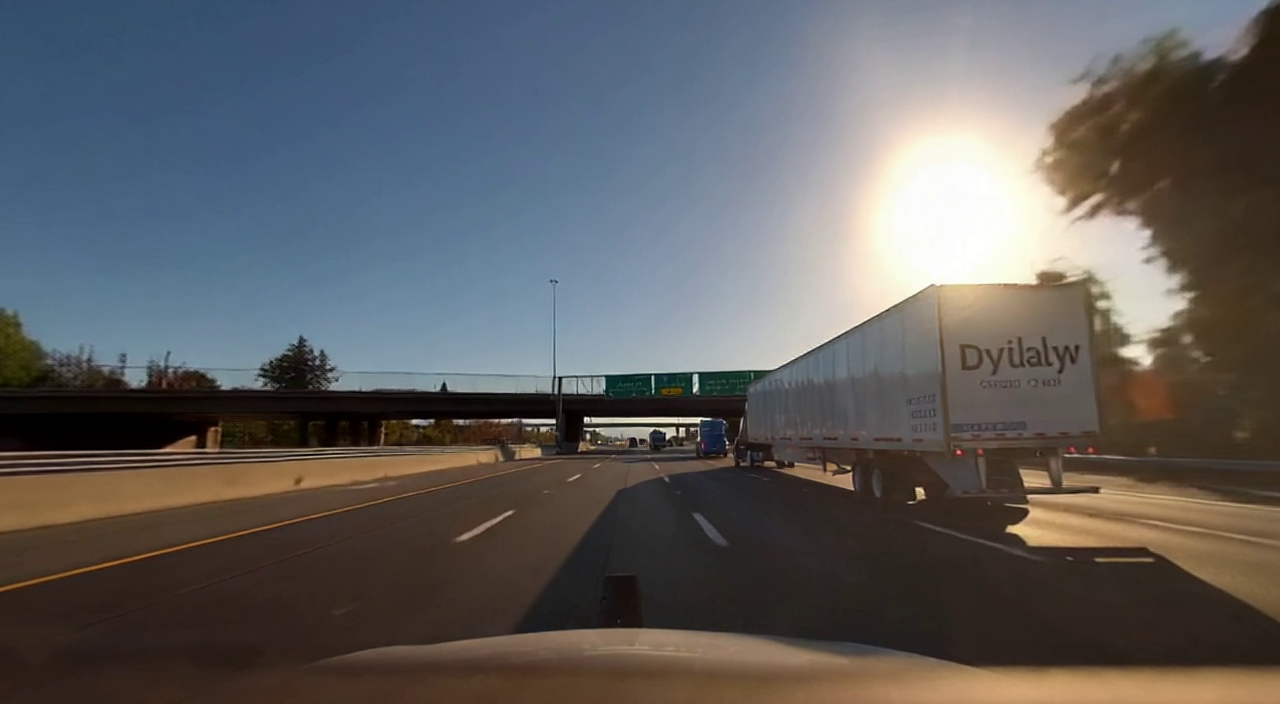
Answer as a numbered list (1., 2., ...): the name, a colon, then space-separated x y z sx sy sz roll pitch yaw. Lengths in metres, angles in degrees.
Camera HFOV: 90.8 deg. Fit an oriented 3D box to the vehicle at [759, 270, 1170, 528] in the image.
1. vehicle: 6.400 1.842 17.718 2.962 3.947 16.241 0 -8 0
